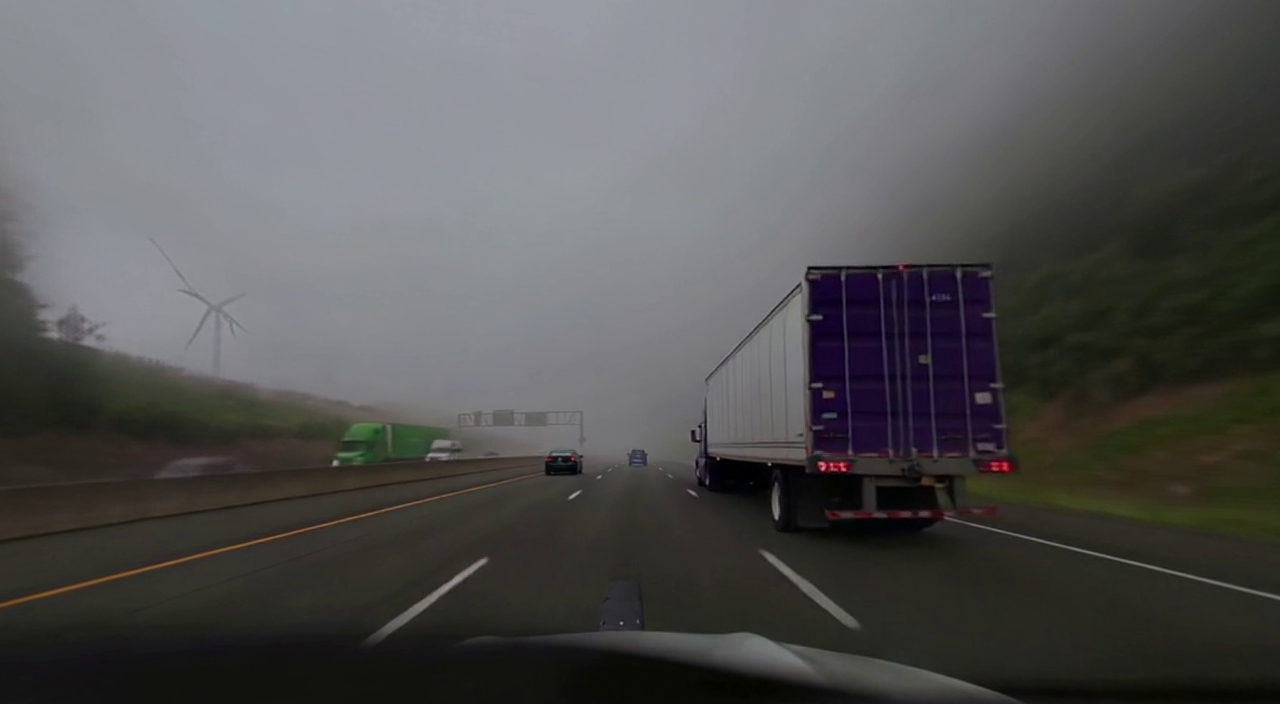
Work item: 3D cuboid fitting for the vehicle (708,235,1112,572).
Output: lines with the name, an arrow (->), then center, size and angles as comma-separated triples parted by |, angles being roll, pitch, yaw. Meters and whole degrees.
vehicle -> 3.836, 1.565, 14.189 | 2.947, 3.989, 13.568 | 0, -9, -1

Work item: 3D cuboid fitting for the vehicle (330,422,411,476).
vehicle -> -19.659, 7.134, 46.533 | 3.082, 3.667, 6.615 | 0, -9, -1

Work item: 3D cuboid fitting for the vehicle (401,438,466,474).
vehicle -> -15.608, 7.896, 48.257 | 2.615, 2.529, 6.897 | 0, -9, 1

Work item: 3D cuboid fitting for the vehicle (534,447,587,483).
vehicle -> -3.622, 5.221, 29.465 | 1.952, 1.521, 4.095 | 0, -9, 0

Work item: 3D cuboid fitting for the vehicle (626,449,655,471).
vehicle -> 0.009, 7.416, 43.550 | 1.931, 1.453, 3.695 | 0, -9, -1
